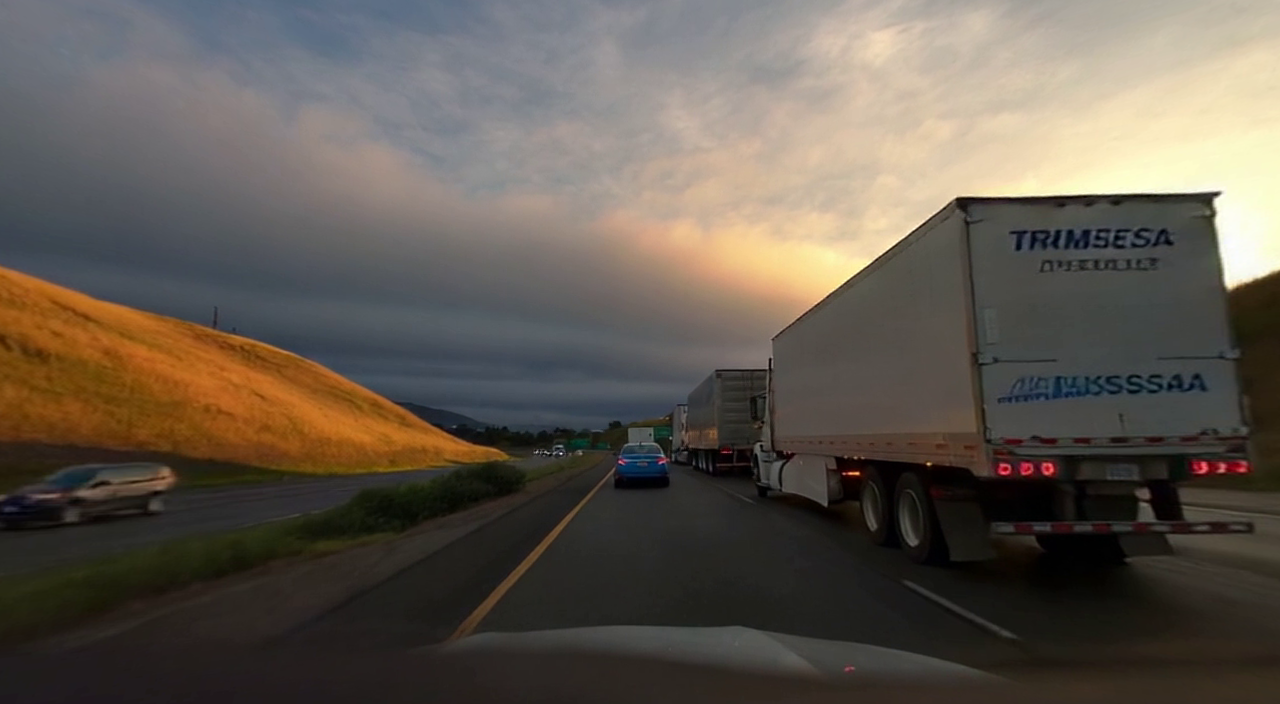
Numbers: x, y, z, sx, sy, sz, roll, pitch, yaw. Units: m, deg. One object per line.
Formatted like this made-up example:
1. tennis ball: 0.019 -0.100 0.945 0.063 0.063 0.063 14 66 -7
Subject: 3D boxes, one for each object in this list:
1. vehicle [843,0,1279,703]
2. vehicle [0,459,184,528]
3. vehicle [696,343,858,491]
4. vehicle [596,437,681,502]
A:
1. vehicle: 4.366 -0.823 0.294 3.410 4.438 14.410 0 -8 -1
2. vehicle: -15.132 3.762 17.233 2.081 1.476 4.233 -1 -8 0
3. vehicle: 4.327 2.509 22.916 3.235 4.197 9.908 0 -8 -2
4. vehicle: -0.074 3.091 17.001 2.045 1.507 3.763 0 -8 -1
